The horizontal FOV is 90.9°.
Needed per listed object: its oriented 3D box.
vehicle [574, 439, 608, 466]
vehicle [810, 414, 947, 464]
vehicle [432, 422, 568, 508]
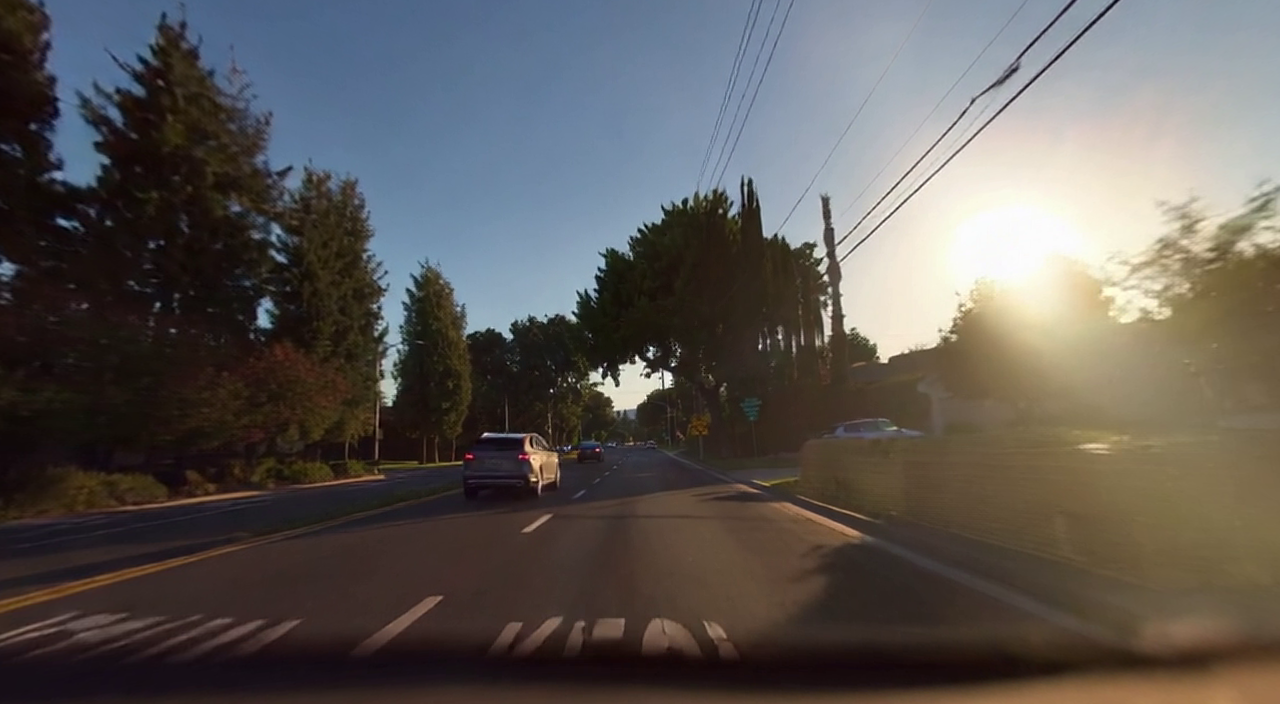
[{"bbox_3d":[-2.954,6.144,38.625,1.802,1.528,3.490,0,-8,0],"label":"vehicle"},{"bbox_3d":[9.904,3.654,26.512,4.944,2.023,1.973,0,-8,1],"label":"vehicle"},{"bbox_3d":[-3.178,2.684,15.417,2.190,1.766,4.394,0,-8,2],"label":"vehicle"}]
